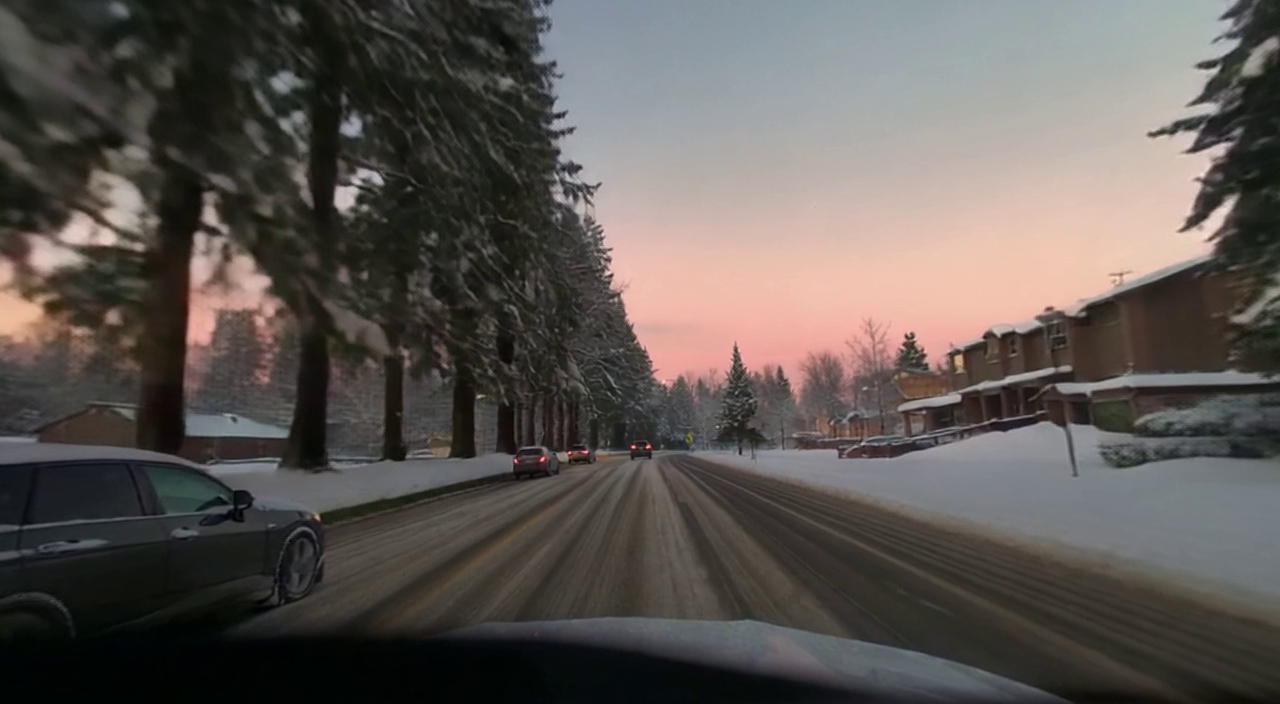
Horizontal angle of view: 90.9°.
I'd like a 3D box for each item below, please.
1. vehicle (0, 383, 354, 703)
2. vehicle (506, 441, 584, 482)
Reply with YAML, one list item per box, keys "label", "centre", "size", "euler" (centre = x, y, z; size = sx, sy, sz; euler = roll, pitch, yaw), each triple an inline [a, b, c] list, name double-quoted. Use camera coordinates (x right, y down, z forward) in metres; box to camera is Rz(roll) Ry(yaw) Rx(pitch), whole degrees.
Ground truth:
- label: "vehicle"
  centre: [-4.132, 1.085, 4.018]
  size: [2.190, 1.545, 4.943]
  euler: [0, -9, 1]
- label: "vehicle"
  centre: [-3.671, 4.345, 25.335]
  size: [2.188, 1.473, 4.651]
  euler: [-1, -9, 3]
